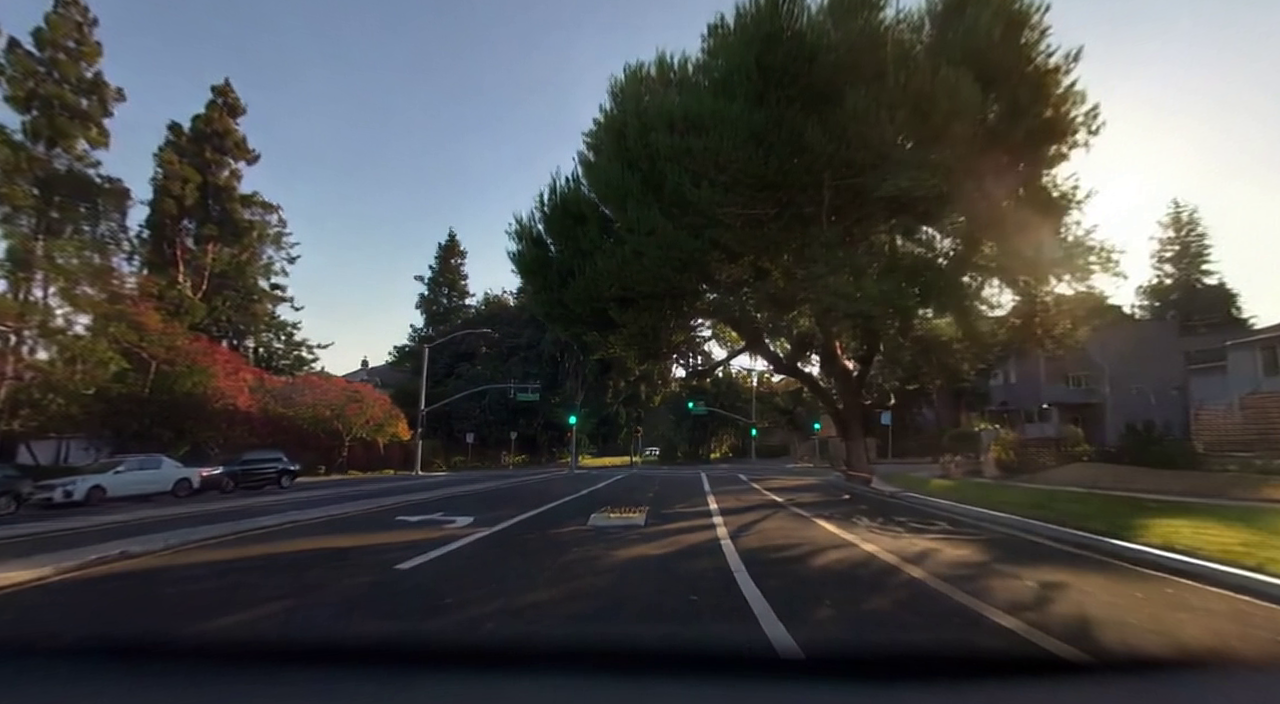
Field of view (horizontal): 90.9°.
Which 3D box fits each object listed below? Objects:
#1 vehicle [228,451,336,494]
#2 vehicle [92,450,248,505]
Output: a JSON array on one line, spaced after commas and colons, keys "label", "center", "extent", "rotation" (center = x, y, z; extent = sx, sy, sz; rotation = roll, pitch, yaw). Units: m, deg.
[{"label": "vehicle", "center": [-17.155, 5.752, 30.547], "extent": [2.050, 1.697, 4.838], "rotation": [-5, -8, 6]}, {"label": "vehicle", "center": [-18.034, 4.775, 24.553], "extent": [2.148, 1.856, 4.632], "rotation": [-1, -8, 7]}]
